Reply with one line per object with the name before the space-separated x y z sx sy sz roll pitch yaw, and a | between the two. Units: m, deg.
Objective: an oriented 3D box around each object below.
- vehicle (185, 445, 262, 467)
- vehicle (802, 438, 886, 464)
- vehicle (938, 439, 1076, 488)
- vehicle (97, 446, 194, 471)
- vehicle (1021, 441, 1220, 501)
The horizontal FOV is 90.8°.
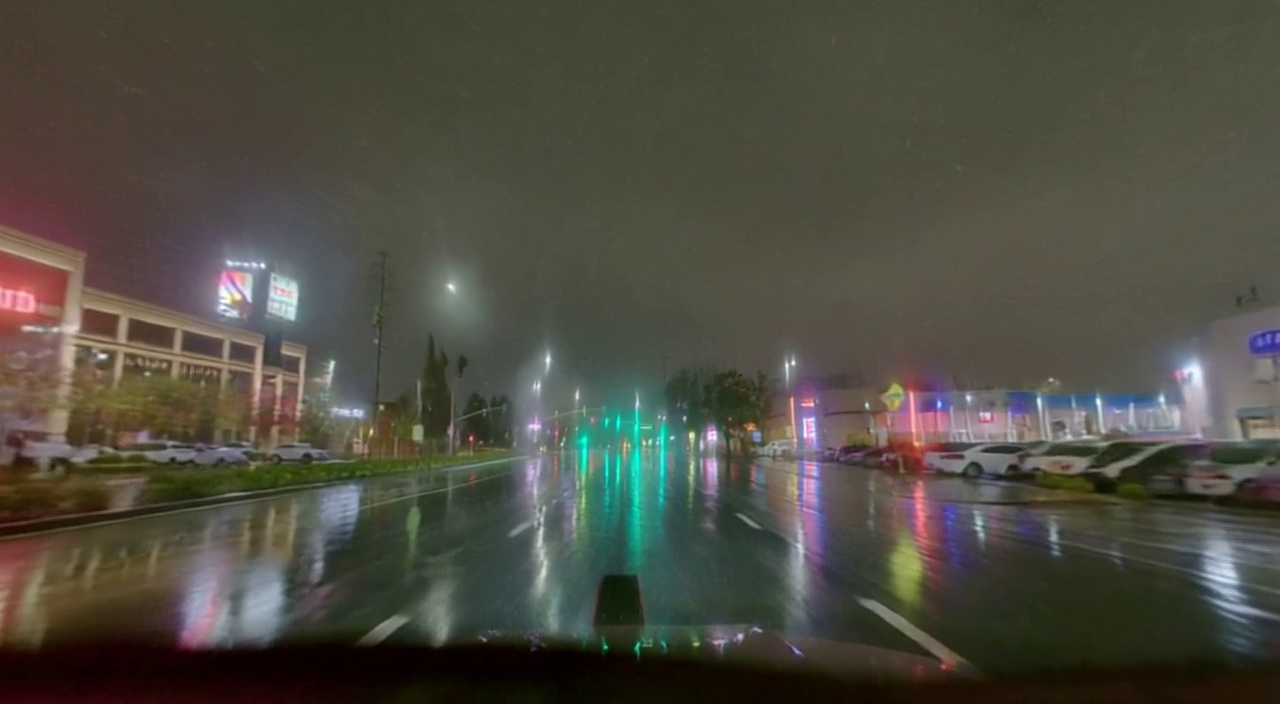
vehicle | -30.679 7.661 46.624 4.323 1.467 1.895 -1 -8 -1
vehicle | 14.161 6.867 44.028 5.134 1.732 2.047 0 -8 0
vehicle | 12.762 3.893 22.433 1.928 1.465 4.874 -2 -9 -1
vehicle | -30.342 6.516 38.839 4.311 1.457 1.808 0 -8 -2
vehicle | 13.002 3.197 17.526 1.865 1.434 4.373 1 -8 -4
